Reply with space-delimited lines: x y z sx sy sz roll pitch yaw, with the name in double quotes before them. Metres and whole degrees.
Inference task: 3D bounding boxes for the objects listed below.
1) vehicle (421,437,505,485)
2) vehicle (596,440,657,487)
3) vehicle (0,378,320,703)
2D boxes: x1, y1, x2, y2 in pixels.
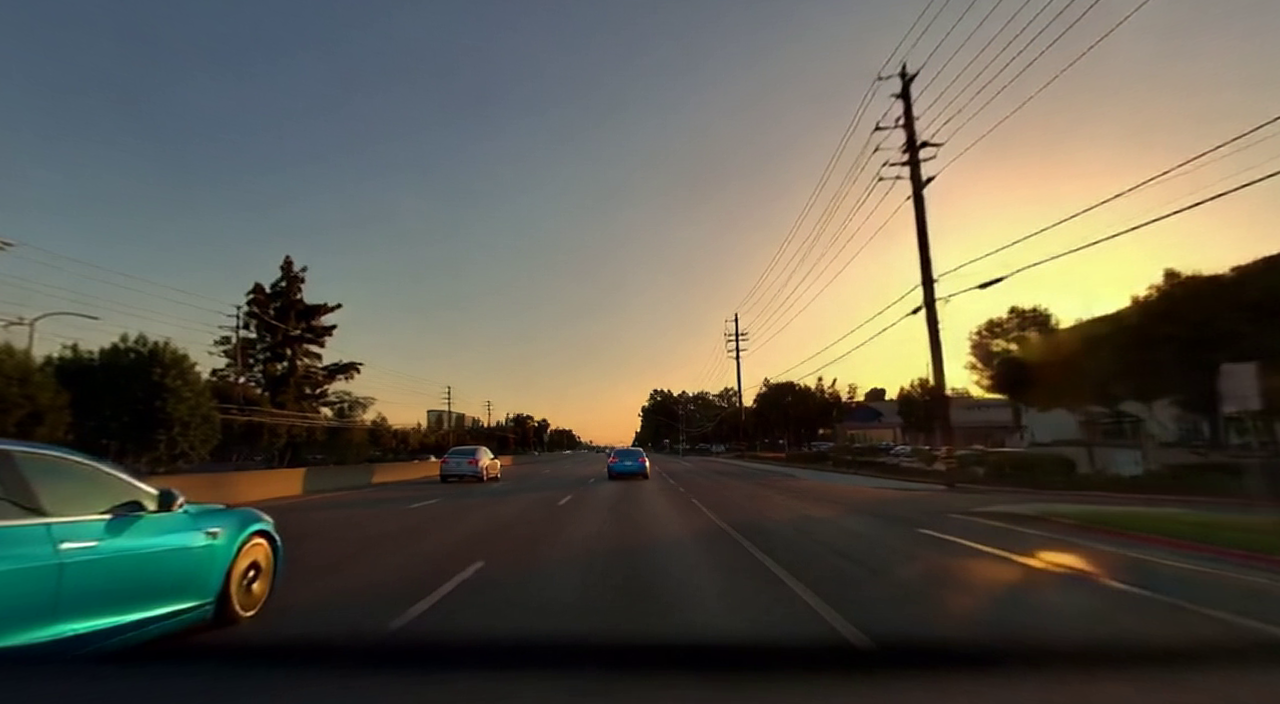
"vehicle" -7.348 4.572 26.792 2.203 1.819 4.547 0 -8 1
"vehicle" -0.495 4.291 24.695 2.189 1.652 4.135 0 -9 0
"vehicle" -3.719 0.949 2.854 1.985 1.607 4.892 0 -9 0
